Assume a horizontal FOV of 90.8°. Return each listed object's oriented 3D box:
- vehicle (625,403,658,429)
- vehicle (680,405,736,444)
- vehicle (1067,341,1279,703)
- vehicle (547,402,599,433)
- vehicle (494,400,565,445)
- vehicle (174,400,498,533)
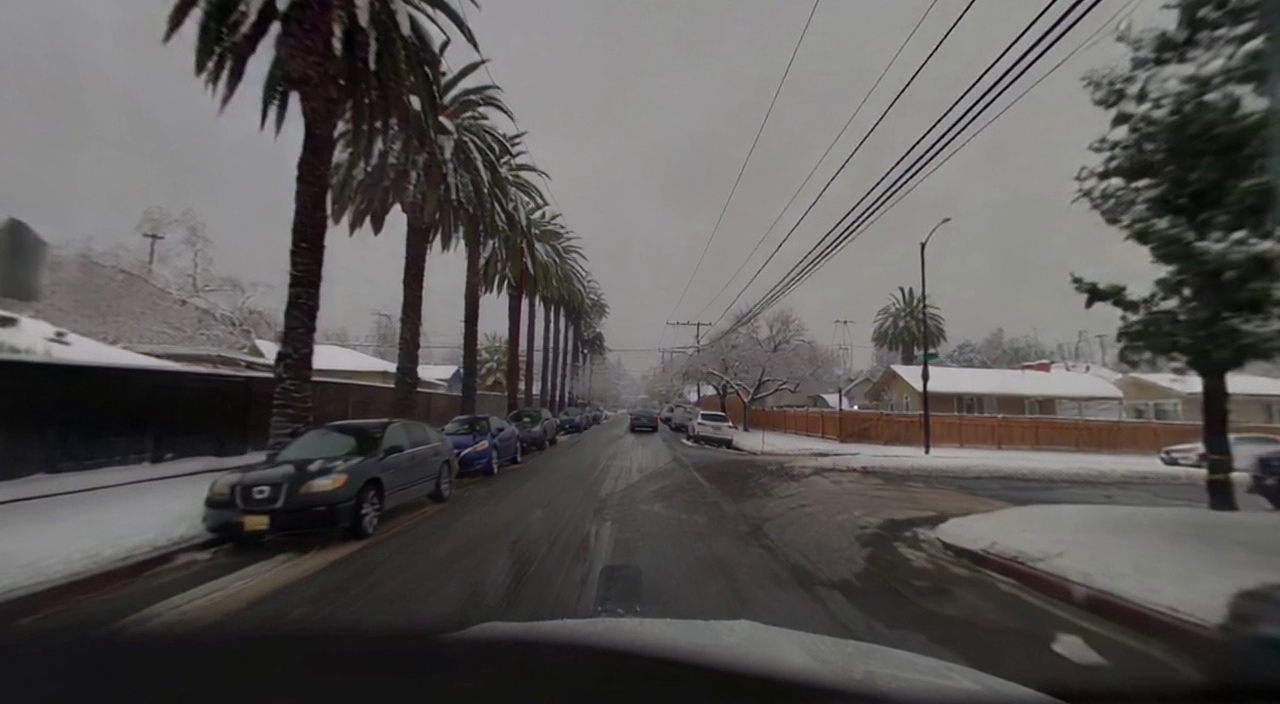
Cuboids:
[{"bbox_3d":[0.086,4.360,42.555,2.081,1.483,4.599,0,-8,0],"label":"vehicle"},{"bbox_3d":[3.035,3.413,29.184,2.060,1.614,4.652,0,-8,0],"label":"vehicle"},{"bbox_3d":[2.776,0.587,0.284,1.895,1.680,4.842,0,-8,2],"label":"vehicle"},{"bbox_3d":[-3.807,3.902,36.985,2.130,1.543,5.386,-1,-8,4],"label":"vehicle"},{"bbox_3d":[-4.056,2.776,24.077,1.769,1.551,5.040,0,-8,0],"label":"vehicle"},{"bbox_3d":[-4.091,1.714,10.042,2.157,1.487,5.718,0,-8,2],"label":"vehicle"}]
